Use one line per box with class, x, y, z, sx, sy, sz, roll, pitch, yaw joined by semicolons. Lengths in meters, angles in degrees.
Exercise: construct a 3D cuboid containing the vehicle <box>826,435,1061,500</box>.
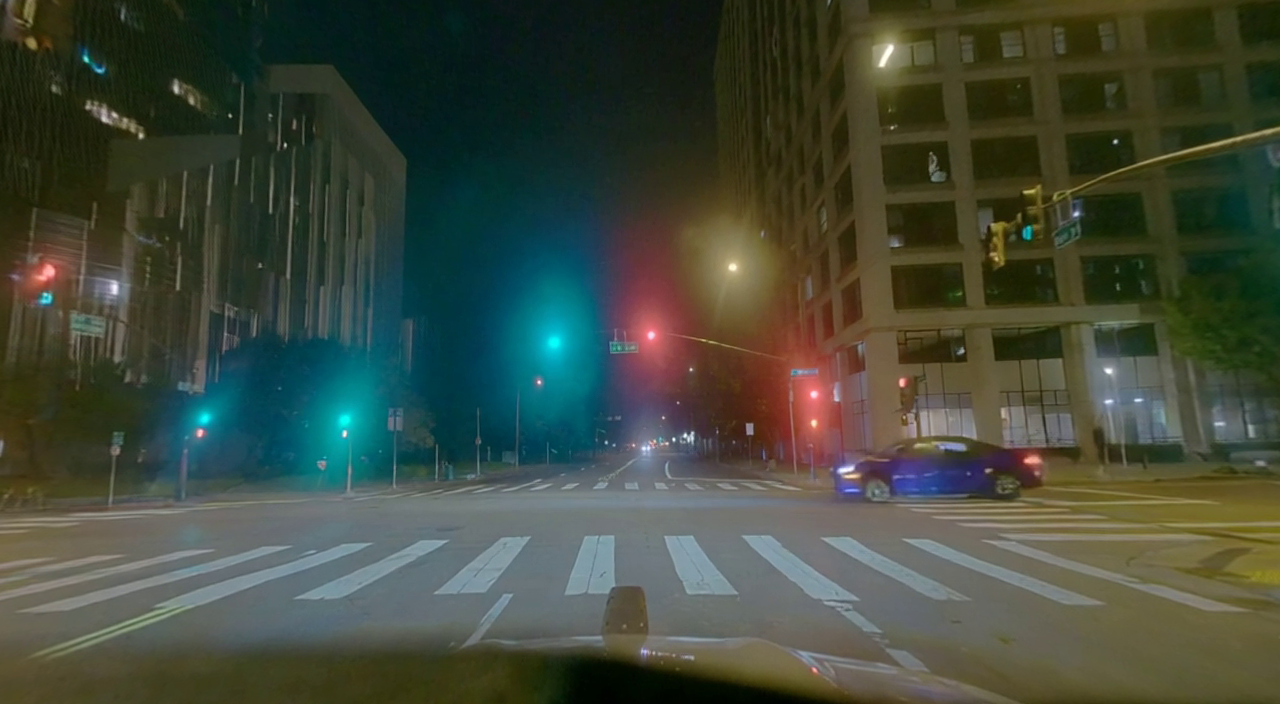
vehicle;7.381;2.849;15.756;4.847;1.484;1.926;0;-8;0
